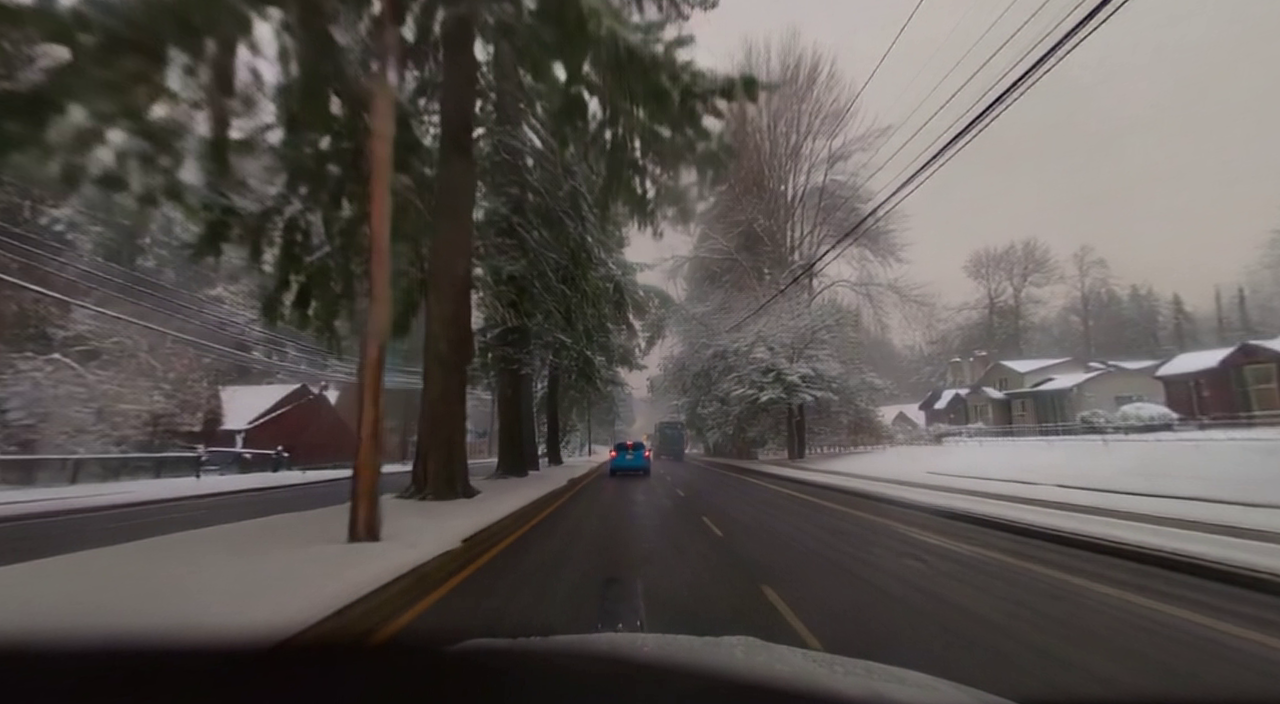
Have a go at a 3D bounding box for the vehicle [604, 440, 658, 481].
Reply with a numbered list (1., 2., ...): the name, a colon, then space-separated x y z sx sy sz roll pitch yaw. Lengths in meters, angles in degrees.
1. vehicle: -0.345 4.348 25.702 2.018 1.511 3.993 0 -8 0
